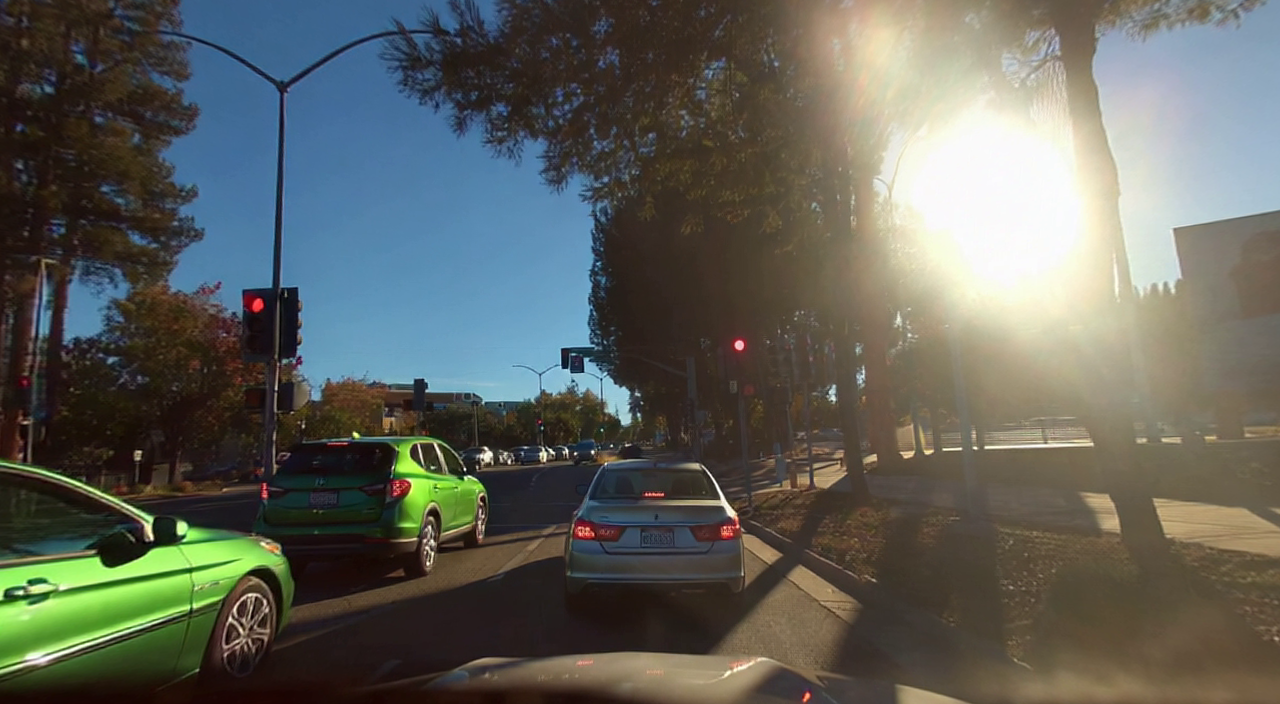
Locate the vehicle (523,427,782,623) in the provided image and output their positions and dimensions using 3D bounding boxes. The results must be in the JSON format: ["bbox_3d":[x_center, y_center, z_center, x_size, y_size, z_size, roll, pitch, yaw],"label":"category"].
[{"bbox_3d":[0.031,1.591,6.625,1.977,1.467,3.474,0,-9,-2],"label":"vehicle"}]

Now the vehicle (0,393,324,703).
[{"bbox_3d":[-3.146,0.951,2.410,1.808,1.520,3.846,-1,-9,1],"label":"vehicle"}]

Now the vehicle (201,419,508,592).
[{"bbox_3d":[-3.170,1.786,8.126,1.950,1.628,4.082,-1,-9,1],"label":"vehicle"}]
